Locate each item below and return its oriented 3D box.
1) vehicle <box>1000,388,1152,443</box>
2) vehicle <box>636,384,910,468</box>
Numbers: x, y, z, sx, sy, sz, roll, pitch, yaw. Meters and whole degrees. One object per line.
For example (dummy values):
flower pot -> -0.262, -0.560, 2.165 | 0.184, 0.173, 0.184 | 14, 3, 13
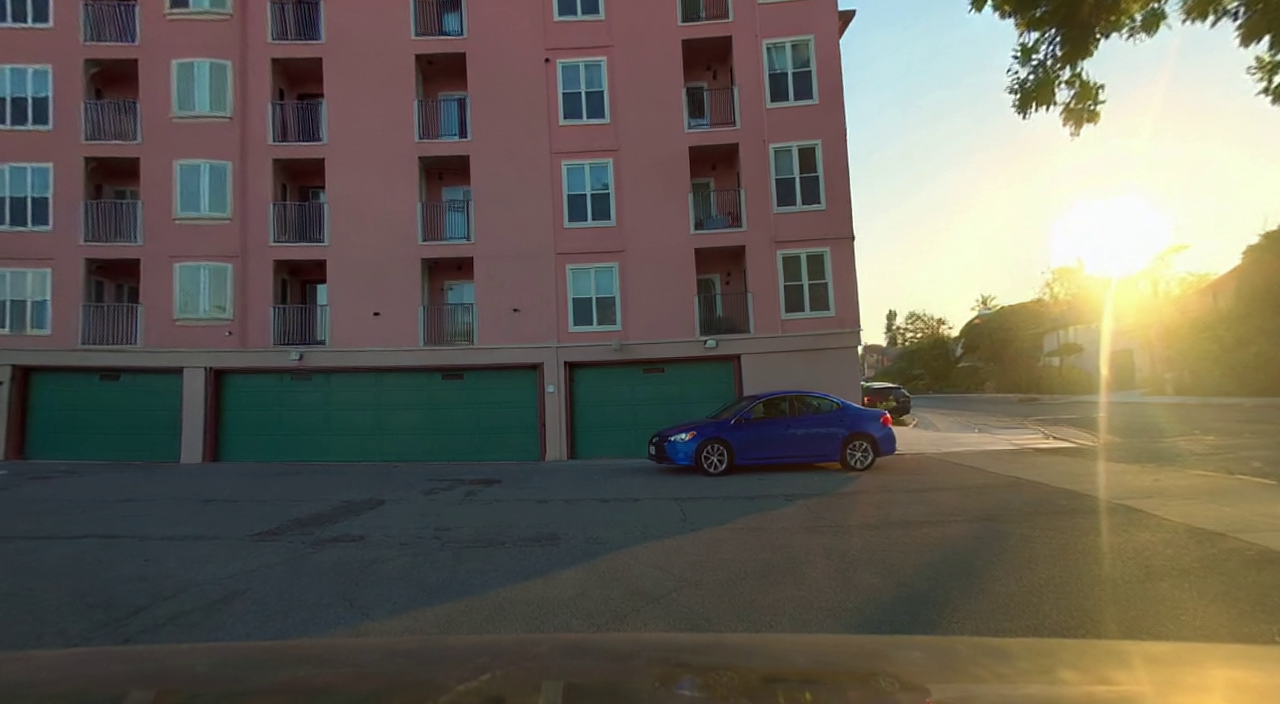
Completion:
vehicle -> 15.668, 2.312, 22.821 | 3.905, 1.475, 2.057 | -6, -7, -4
vehicle -> 2.287, 1.409, 11.840 | 4.697, 1.444, 1.825 | 0, -8, -1
